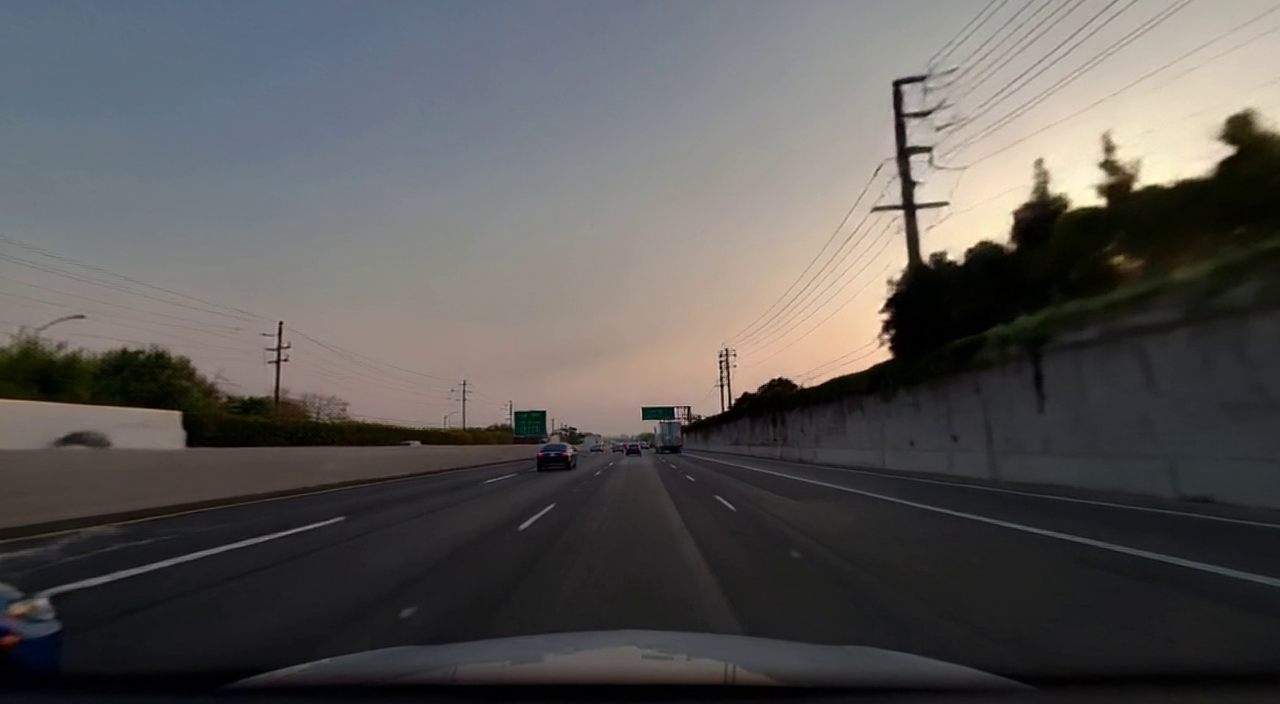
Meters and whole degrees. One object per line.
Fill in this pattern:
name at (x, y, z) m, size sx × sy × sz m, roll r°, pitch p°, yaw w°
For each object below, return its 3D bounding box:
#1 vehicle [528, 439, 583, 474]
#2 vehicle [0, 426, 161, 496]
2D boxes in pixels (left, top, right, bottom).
vehicle at (-3.891, 4.903, 29.833) m, size 2.009 × 1.533 × 4.175 m, roll 0°, pitch -9°, yaw 1°
vehicle at (-20.892, 3.859, 22.685) m, size 2.740 × 2.168 × 5.878 m, roll 0°, pitch -9°, yaw -1°
